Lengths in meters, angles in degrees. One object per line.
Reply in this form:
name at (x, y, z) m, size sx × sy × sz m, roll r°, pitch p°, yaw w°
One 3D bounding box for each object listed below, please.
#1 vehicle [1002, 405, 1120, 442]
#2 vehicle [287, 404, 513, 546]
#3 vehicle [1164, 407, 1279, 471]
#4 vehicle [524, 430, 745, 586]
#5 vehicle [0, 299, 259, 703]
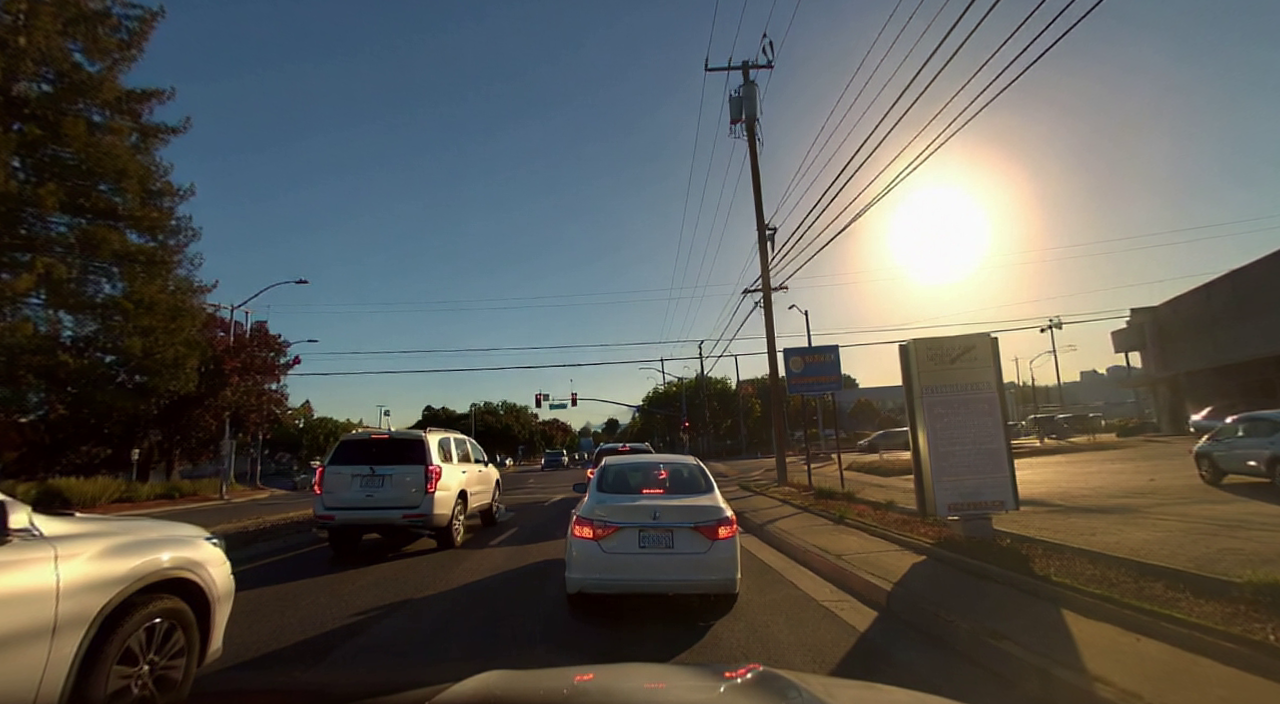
vehicle at (26.844, 4.638, 40.509) m, size 5.782 × 2.286 × 2.223 m, roll -1°, pitch -9°, yaw 4°
vehicle at (-3.851, 2.088, 11.370) m, size 2.147 × 1.963 × 4.927 m, roll 0°, pitch -8°, yaw 0°
vehicle at (17.026, 2.542, 18.290) m, size 1.858 × 1.622 × 4.491 m, roll -5°, pitch -10°, yaw 28°
vehicle at (-0.100, 1.802, 8.140) m, size 2.121 × 1.474 × 3.968 m, roll 0°, pitch -8°, yaw -2°
vehicle at (-3.592, 0.629, 1.528) m, size 2.085 × 1.943 × 5.053 m, roll 0°, pitch -8°, yaw 1°
